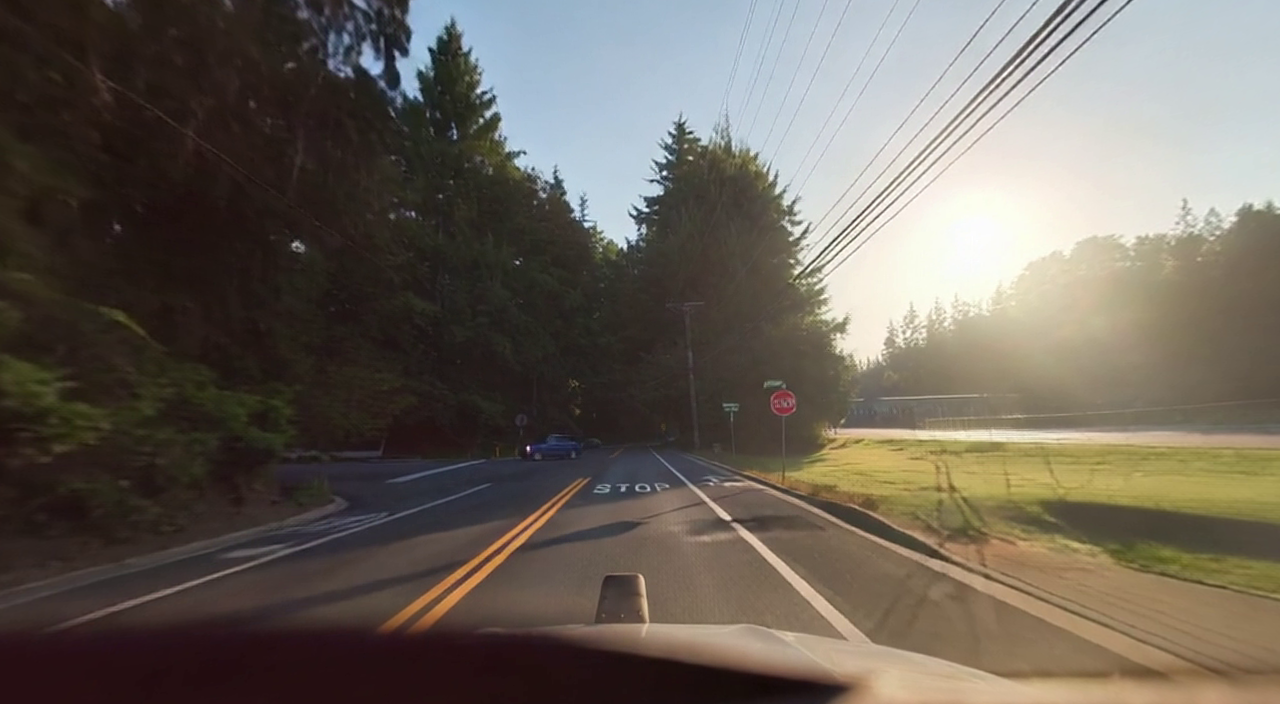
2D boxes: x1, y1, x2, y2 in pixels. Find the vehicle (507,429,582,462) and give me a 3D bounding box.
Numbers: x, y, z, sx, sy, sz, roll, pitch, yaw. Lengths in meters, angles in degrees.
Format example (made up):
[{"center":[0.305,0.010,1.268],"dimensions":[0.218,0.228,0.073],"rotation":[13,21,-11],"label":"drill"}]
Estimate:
[{"center":[-5.959,5.939,40.079],"dimensions":[2.348,1.973,5.020],"rotation":[-4,-9,24],"label":"vehicle"}]
